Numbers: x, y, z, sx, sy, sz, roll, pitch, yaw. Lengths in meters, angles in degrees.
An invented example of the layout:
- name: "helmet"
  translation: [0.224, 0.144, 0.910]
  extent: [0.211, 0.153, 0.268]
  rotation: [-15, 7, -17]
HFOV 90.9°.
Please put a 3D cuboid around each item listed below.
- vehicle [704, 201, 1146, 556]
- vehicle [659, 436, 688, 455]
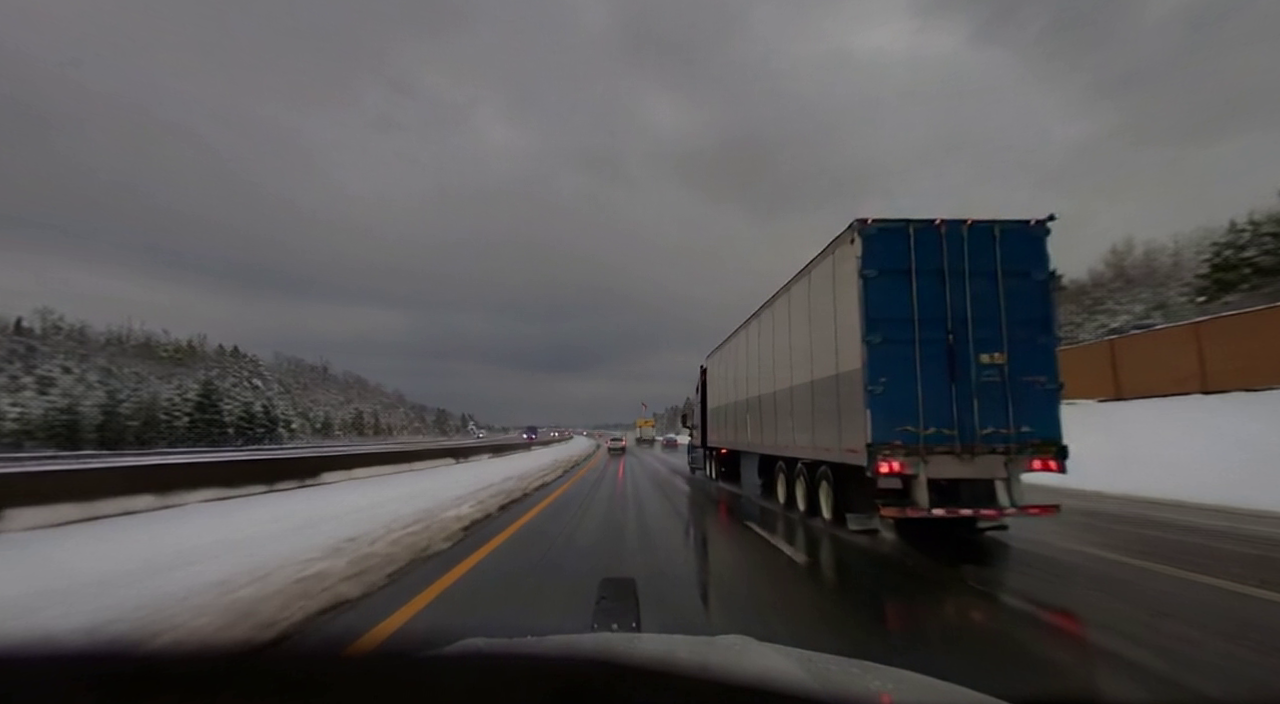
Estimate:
- name: "vehicle"
  translation: [3.886, 1.156, 14.271]
  extent: [2.965, 4.033, 14.299]
  rotation: [0, -7, -2]
- name: "vehicle"
  translation: [2.607, 7.311, 49.508]
  extent: [1.813, 1.454, 4.197]
  rotation: [0, -7, -3]
